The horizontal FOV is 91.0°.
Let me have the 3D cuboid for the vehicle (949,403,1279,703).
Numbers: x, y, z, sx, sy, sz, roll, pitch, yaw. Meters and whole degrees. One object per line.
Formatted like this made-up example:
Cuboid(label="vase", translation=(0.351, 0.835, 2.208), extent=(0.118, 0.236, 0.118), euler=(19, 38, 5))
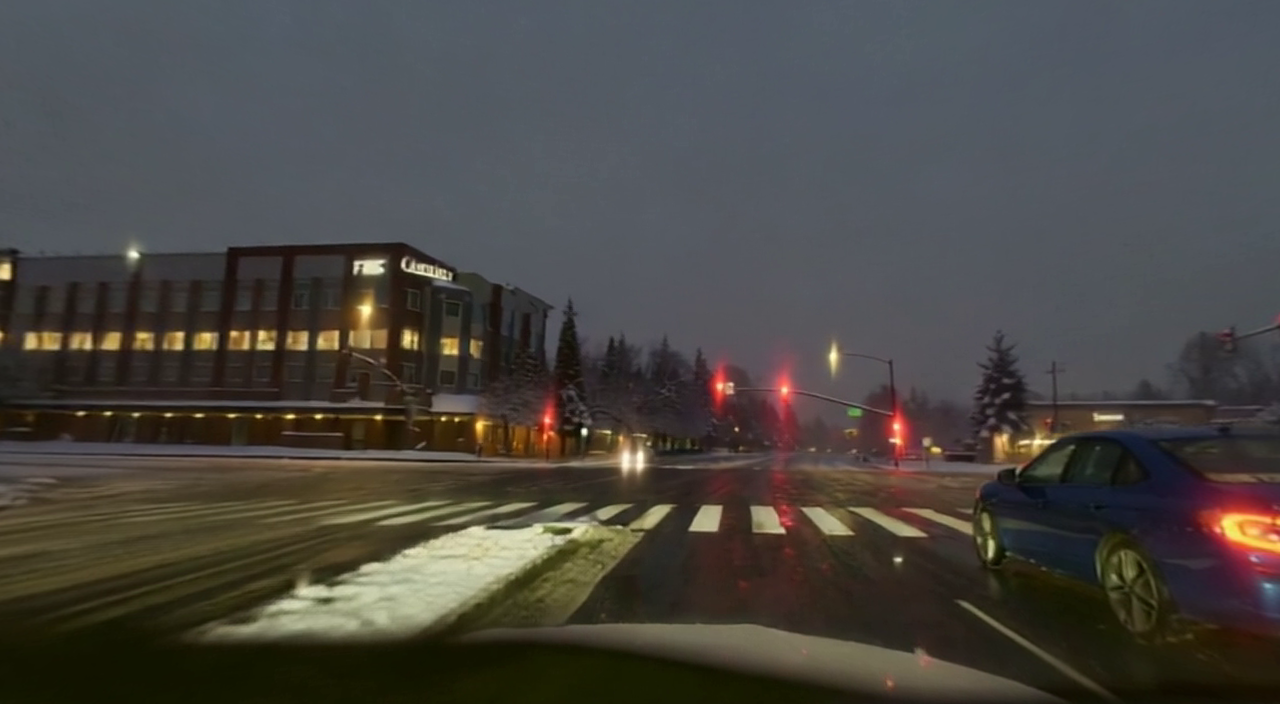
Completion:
Cuboid(label="vehicle", translation=(4.460, 1.376, 5.307), extent=(2.067, 1.625, 4.073), euler=(-1, -9, 8))
